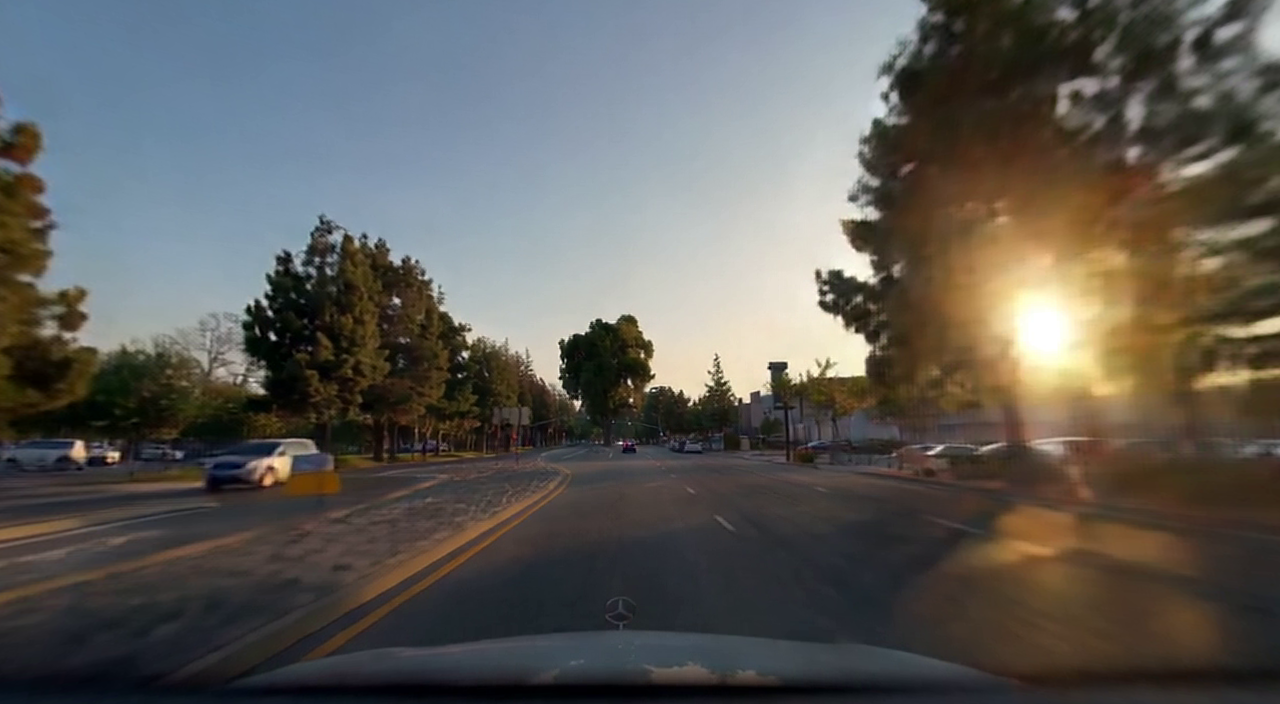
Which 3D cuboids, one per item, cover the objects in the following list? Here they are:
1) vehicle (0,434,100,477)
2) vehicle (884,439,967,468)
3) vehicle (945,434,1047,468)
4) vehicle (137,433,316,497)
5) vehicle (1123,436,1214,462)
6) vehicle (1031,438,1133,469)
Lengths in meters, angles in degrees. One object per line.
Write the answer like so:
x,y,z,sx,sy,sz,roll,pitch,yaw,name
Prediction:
-40.701,6.911,42.425,6.096,2.729,2.827,0,-8,-1,vehicle
16.460,5.876,36.765,1.966,1.583,4.568,2,-9,-13,vehicle
21.249,5.959,38.093,2.150,1.812,5.372,0,-8,-13,vehicle
-13.239,3.628,20.444,4.497,1.774,1.958,-3,-9,3,vehicle
34.053,6.254,40.873,1.774,1.551,4.340,1,-9,-7,vehicle
24.670,5.630,35.510,1.988,1.617,4.524,1,-8,-10,vehicle
